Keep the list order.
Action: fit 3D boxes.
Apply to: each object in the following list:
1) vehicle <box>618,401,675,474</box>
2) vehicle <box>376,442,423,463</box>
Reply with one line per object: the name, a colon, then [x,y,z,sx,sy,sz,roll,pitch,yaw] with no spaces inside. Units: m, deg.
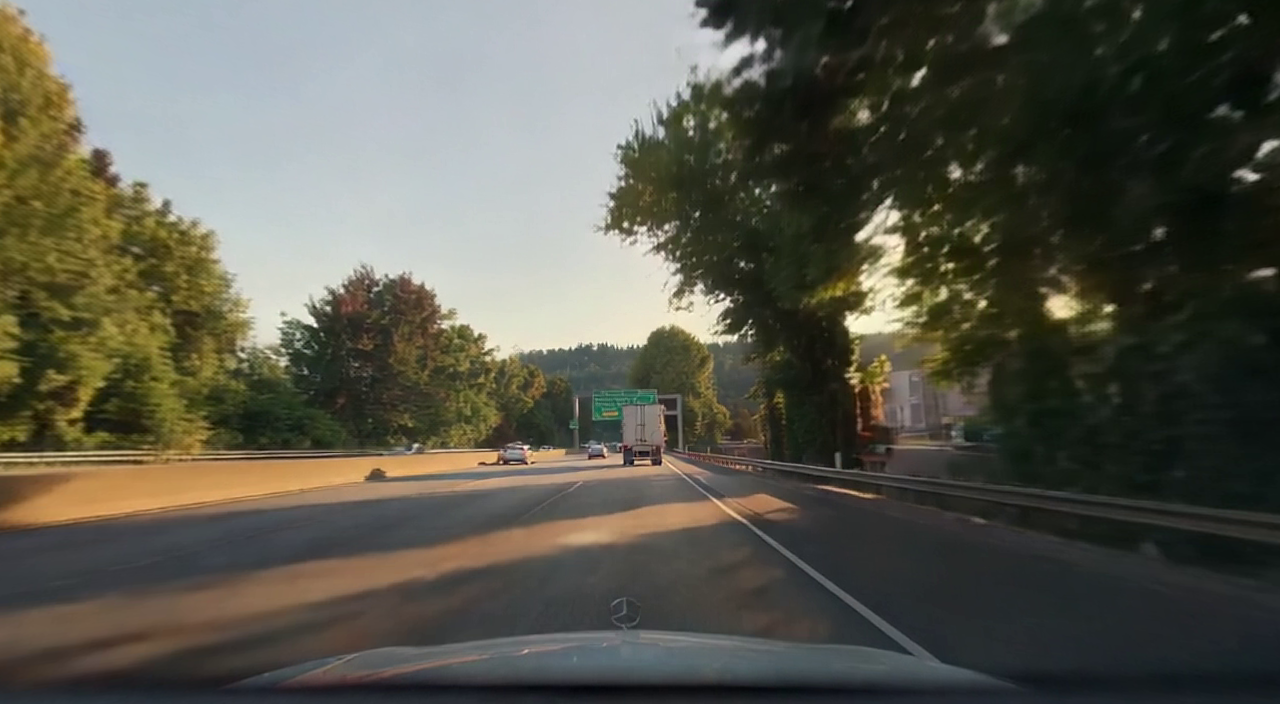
vehicle: [0.198,5.424,39.138,2.976,3.800,12.335,0,-9,-1]
vehicle: [-18.793,7.878,49.472,1.851,1.475,4.593,0,-9,0]
